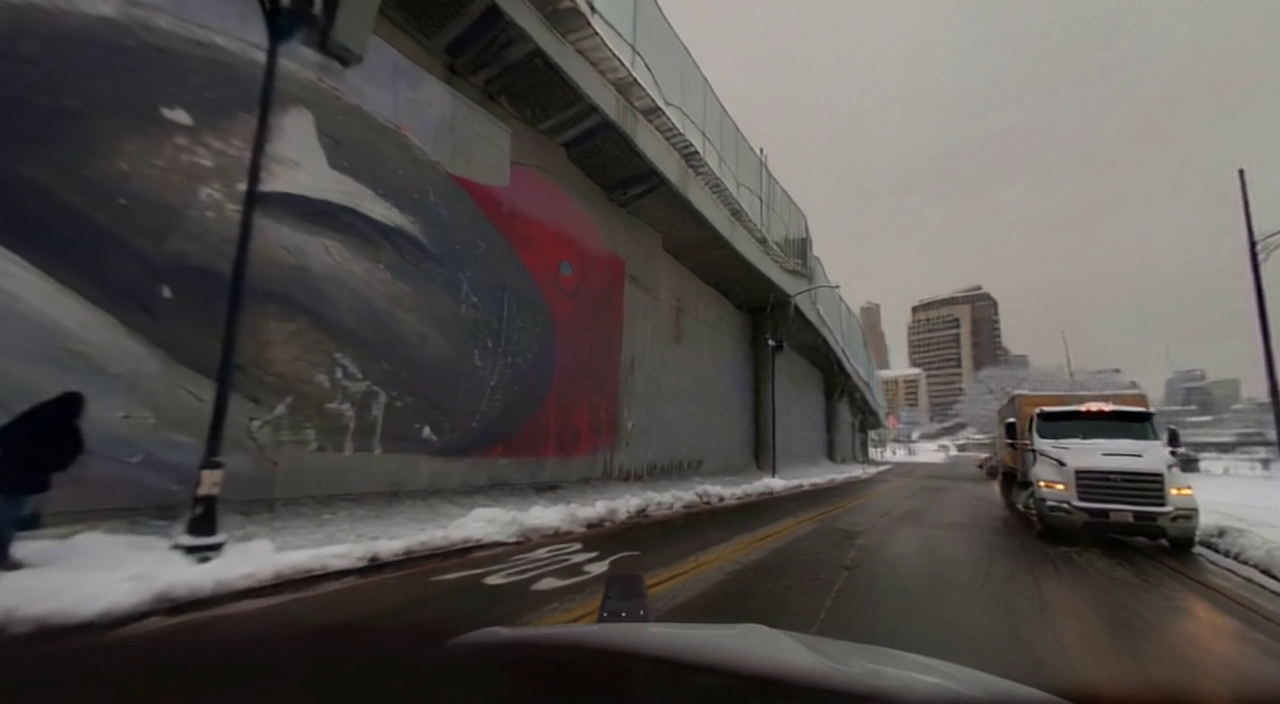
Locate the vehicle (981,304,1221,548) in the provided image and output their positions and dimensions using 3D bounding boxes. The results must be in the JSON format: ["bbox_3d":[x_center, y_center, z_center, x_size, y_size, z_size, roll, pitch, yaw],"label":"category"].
[{"bbox_3d":[9.938,1.857,14.828,2.849,3.893,9.347,-4,-10,27],"label":"vehicle"}]
